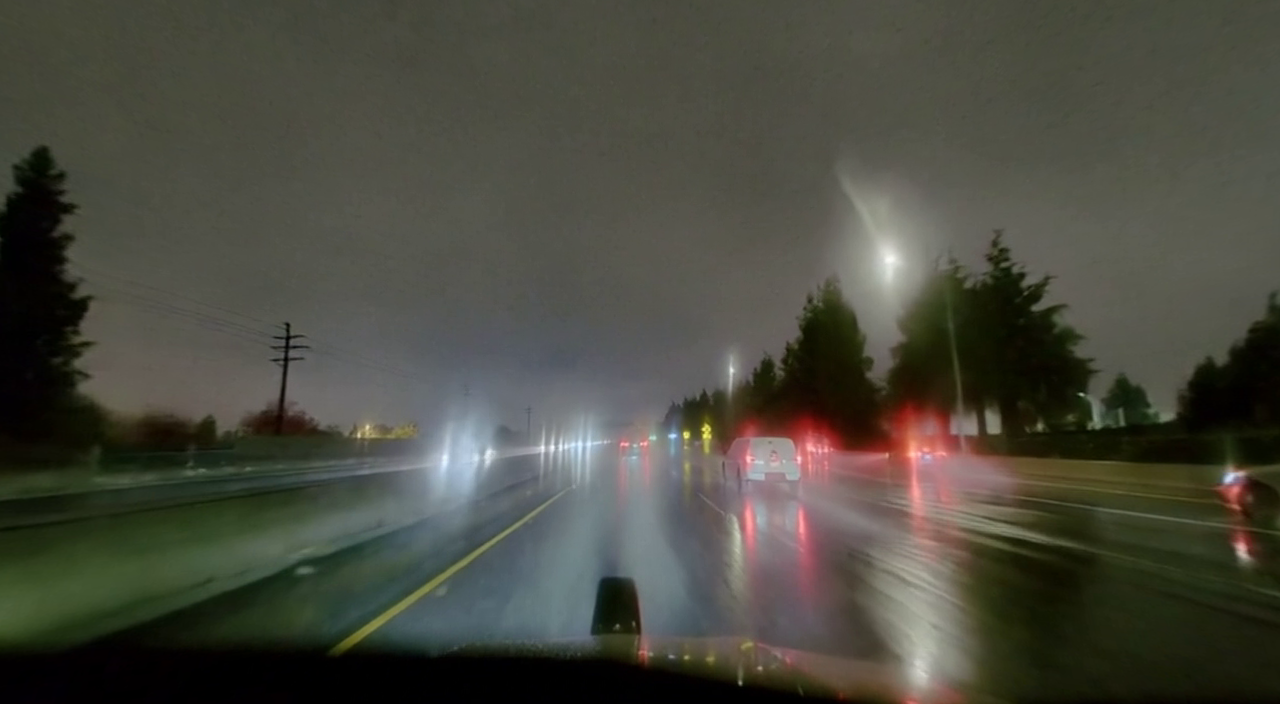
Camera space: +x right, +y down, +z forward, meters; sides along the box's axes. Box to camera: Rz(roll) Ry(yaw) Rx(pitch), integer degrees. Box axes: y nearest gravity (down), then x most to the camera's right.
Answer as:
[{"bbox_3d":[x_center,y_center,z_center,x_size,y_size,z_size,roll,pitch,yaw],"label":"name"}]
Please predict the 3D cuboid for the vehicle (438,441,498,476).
[{"bbox_3d":[-8.078,4.997,30.038,1.787,1.527,3.878,0,-8,0],"label":"vehicle"}]

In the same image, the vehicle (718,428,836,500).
[{"bbox_3d":[3.366,2.844,16.401,2.018,1.600,4.121,0,-9,-2],"label":"vehicle"}]
